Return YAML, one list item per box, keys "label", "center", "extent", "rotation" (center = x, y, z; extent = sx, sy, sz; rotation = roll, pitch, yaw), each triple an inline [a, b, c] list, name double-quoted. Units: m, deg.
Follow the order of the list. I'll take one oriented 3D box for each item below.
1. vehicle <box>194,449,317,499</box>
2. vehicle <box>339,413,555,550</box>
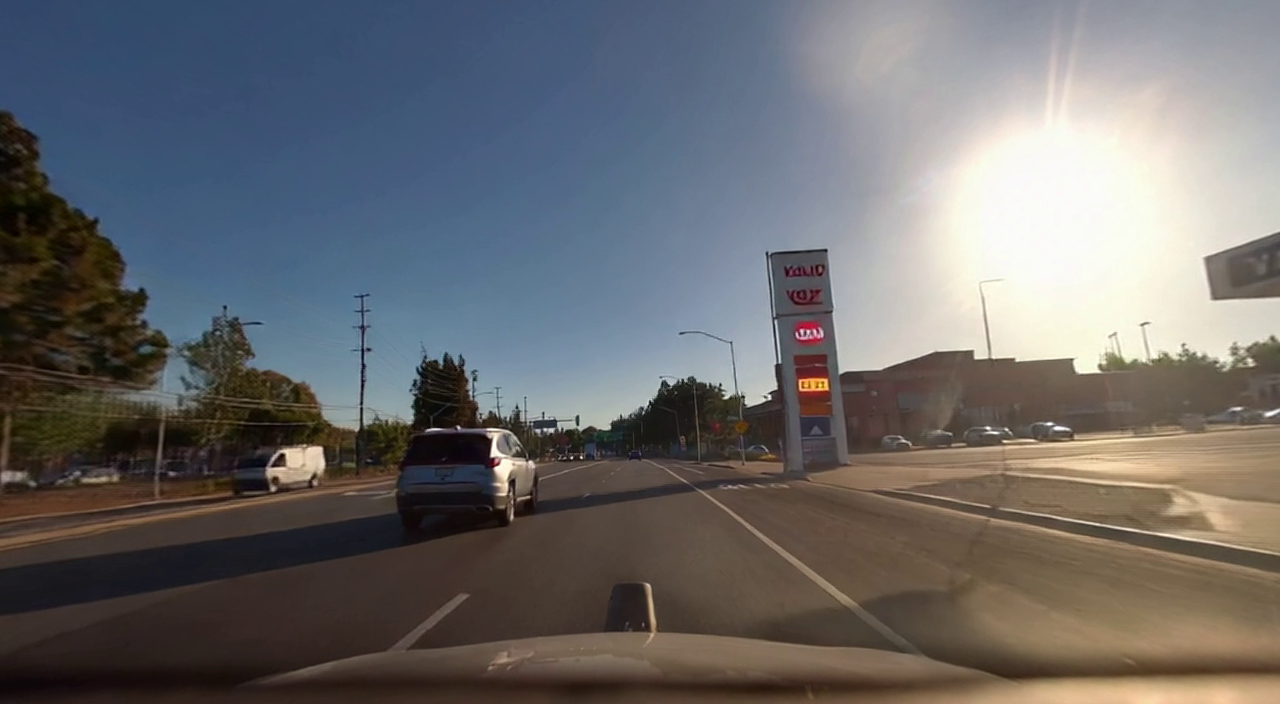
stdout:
- label: "vehicle"
  center: [-18.564, 5.850, 30.900]
  extent: [2.426, 2.160, 5.660]
  rotation: [0, -8, 0]
- label: "vehicle"
  center: [-2.945, 2.110, 10.990]
  extent: [2.190, 1.844, 4.751]
  rotation: [0, -8, 1]
